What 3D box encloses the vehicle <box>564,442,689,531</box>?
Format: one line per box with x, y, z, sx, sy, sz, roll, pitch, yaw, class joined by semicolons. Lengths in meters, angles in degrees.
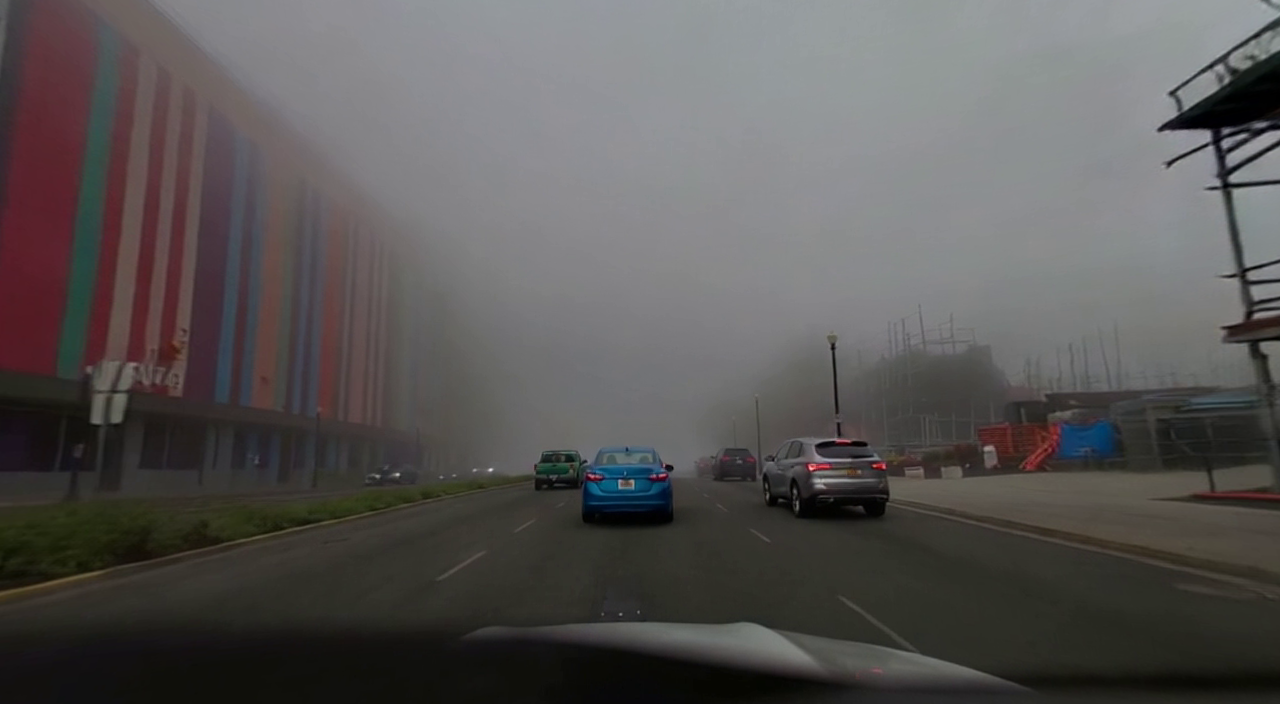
-0.168;2.619;12.917;2.131;1.496;4.193;0;-8;2;vehicle

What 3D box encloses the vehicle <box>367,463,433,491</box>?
-15.165;7.897;40.172;2.078;1.496;4.769;-1;-8;4;vehicle

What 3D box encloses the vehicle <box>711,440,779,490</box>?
4.286;4.695;26.661;2.124;1.896;4.914;0;-8;1;vehicle

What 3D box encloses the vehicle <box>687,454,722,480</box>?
4.334;7.772;42.971;2.115;1.636;4.104;0;-8;2;vehicle

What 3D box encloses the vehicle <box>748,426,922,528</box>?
3.923;2.600;13.821;2.185;1.797;4.934;0;-8;0;vehicle

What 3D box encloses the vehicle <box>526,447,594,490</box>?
-3.392;5.028;27.665;2.201;1.691;4.305;-1;-8;3;vehicle

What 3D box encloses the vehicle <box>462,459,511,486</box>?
-11.300;8.865;46.689;2.202;1.714;4.509;-1;-8;4;vehicle
